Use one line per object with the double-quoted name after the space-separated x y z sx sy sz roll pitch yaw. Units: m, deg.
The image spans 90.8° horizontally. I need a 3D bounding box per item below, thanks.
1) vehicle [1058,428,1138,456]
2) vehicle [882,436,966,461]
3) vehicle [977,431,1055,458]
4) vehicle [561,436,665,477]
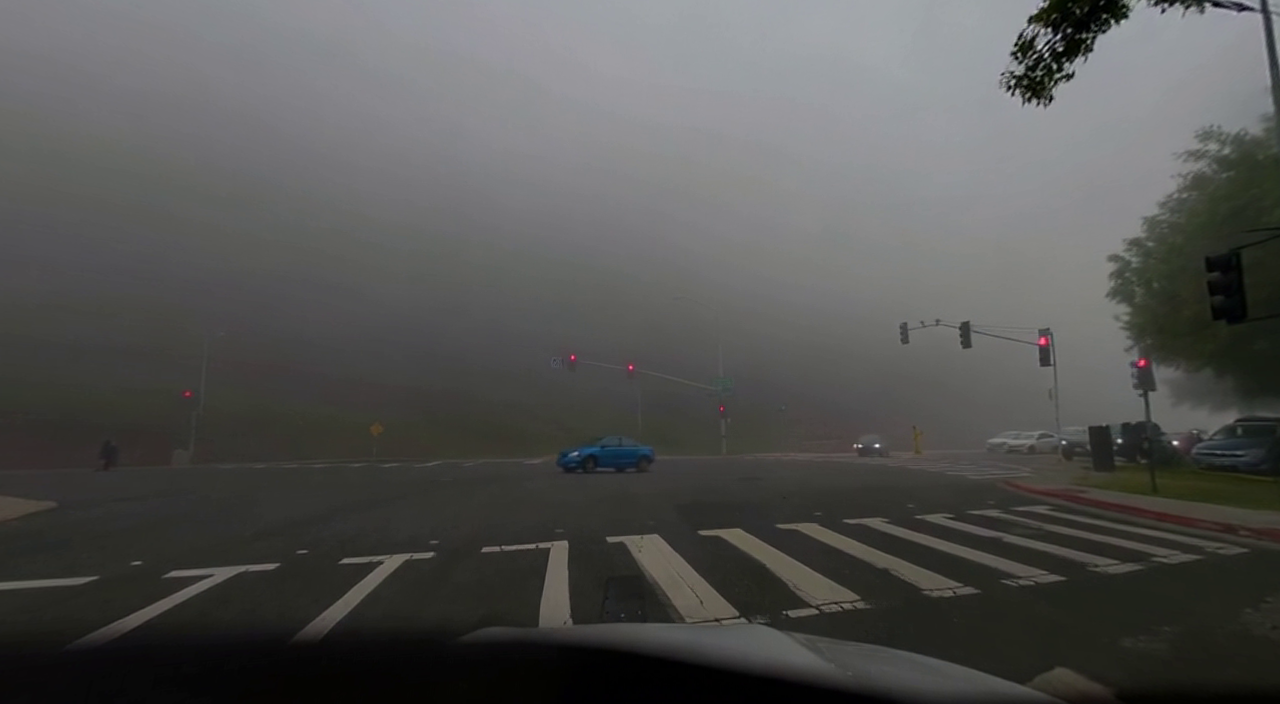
36.094 7.089 49.740 6.148 2.119 2.473 4 -10 -28 "vehicle"
18.717 6.334 41.636 5.234 1.549 1.982 4 -9 -24 "vehicle"
26.949 6.631 45.267 5.032 1.828 2.183 4 -9 -24 "vehicle"
-1.002 4.110 25.062 3.896 1.500 1.740 8 -12 -42 "vehicle"
